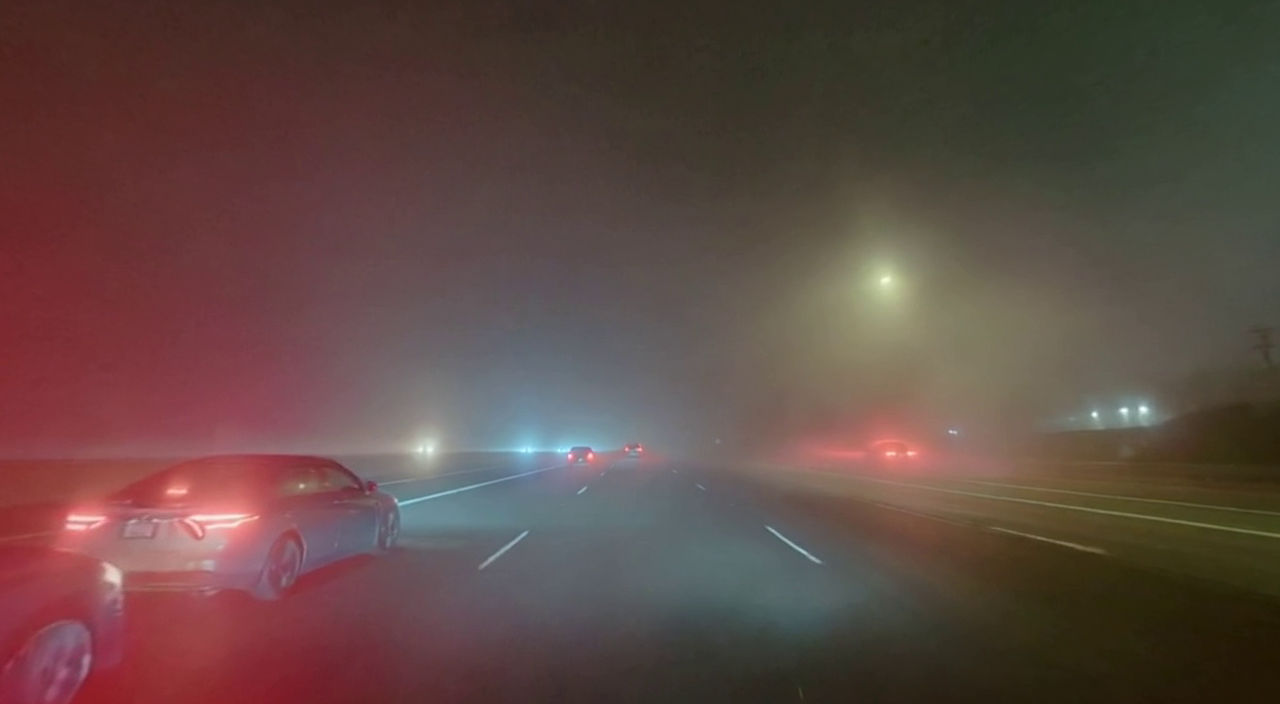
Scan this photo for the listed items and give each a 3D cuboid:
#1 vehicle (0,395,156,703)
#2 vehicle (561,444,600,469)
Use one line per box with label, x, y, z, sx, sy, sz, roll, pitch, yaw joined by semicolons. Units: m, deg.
vehicle;-3.948;0.731;1.225;2.187;1.527;4.849;0;-8;0
vehicle;-3.925;7.000;42.471;2.140;1.574;4.946;0;-8;0
